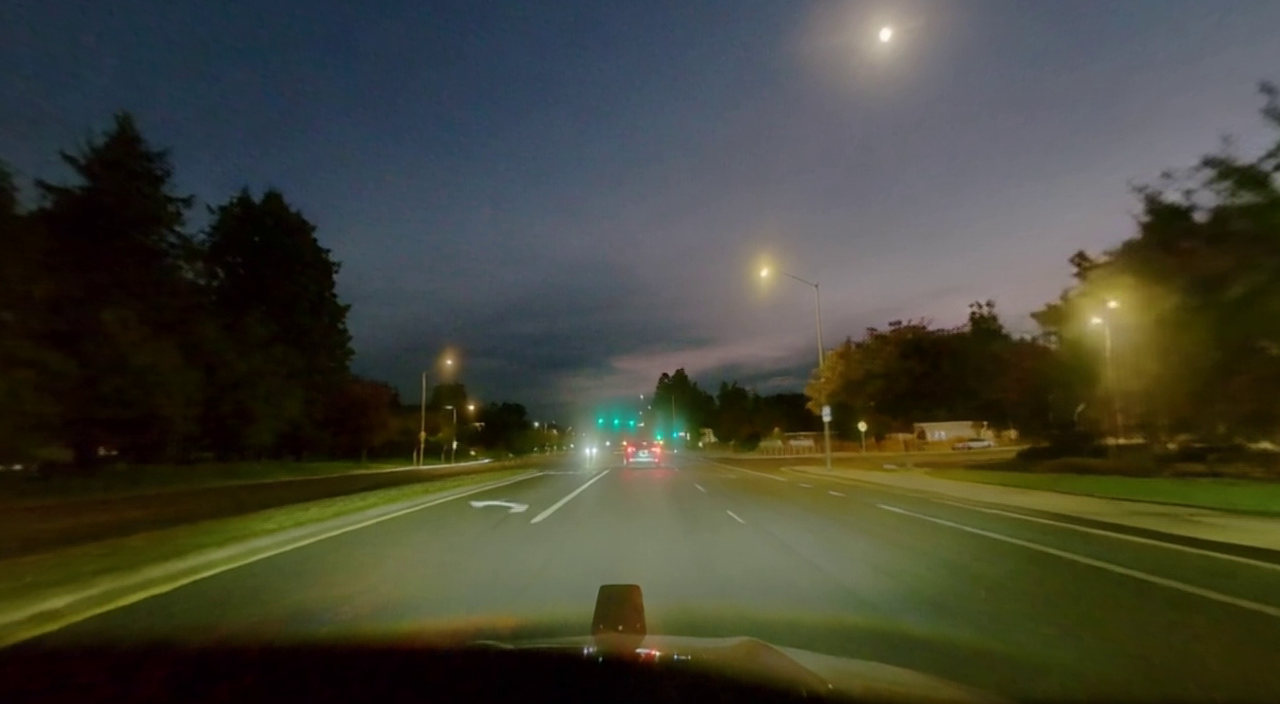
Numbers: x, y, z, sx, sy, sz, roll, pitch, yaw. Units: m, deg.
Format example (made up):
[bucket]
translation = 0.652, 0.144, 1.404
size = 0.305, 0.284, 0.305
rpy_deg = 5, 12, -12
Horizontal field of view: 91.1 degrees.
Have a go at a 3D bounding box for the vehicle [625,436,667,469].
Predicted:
[vehicle]
translation = 0.274, 5.786, 36.320
size = 2.165, 1.783, 4.391
rpy_deg = 0, -9, -3
